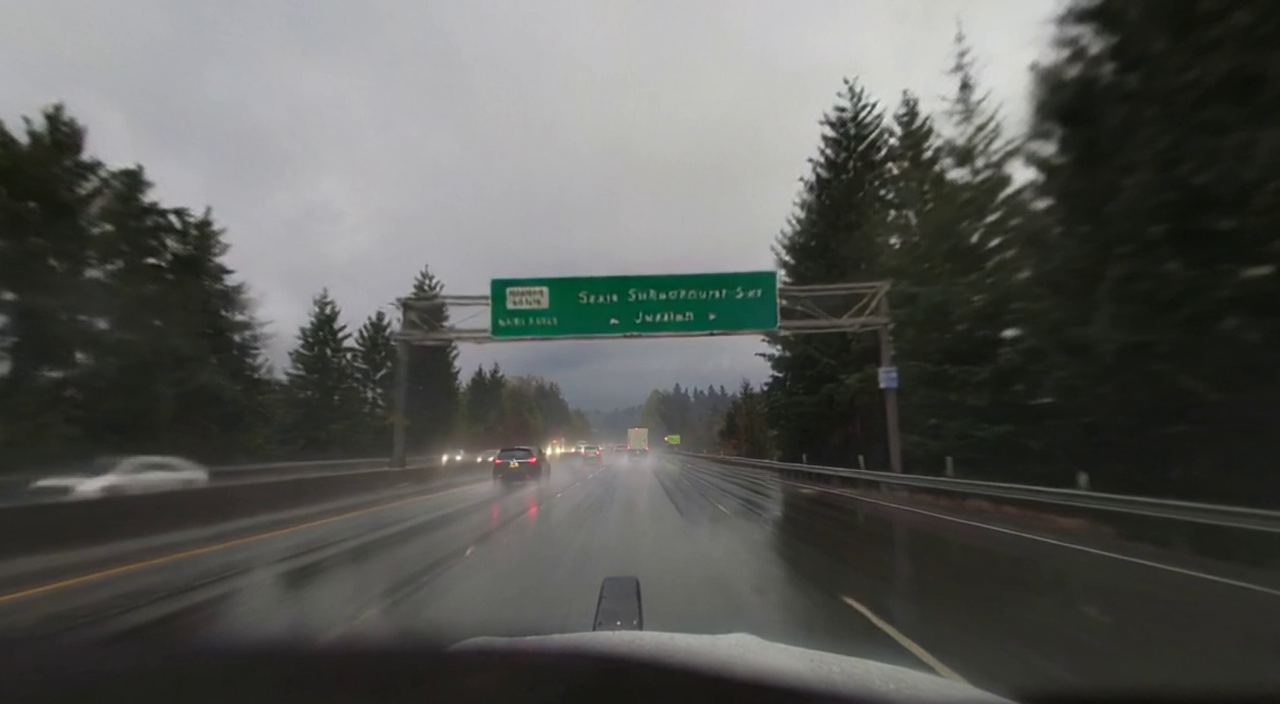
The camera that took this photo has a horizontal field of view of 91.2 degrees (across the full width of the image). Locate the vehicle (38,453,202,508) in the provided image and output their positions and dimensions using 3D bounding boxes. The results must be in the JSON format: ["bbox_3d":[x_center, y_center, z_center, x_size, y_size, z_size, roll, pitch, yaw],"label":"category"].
[{"bbox_3d":[-17.094,4.190,20.941,1.874,1.560,4.205,-1,-9,0],"label":"vehicle"}]

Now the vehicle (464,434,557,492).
[{"bbox_3d":[-4.109,3.611,20.686,2.151,1.693,4.201,-1,-9,0],"label":"vehicle"}]
